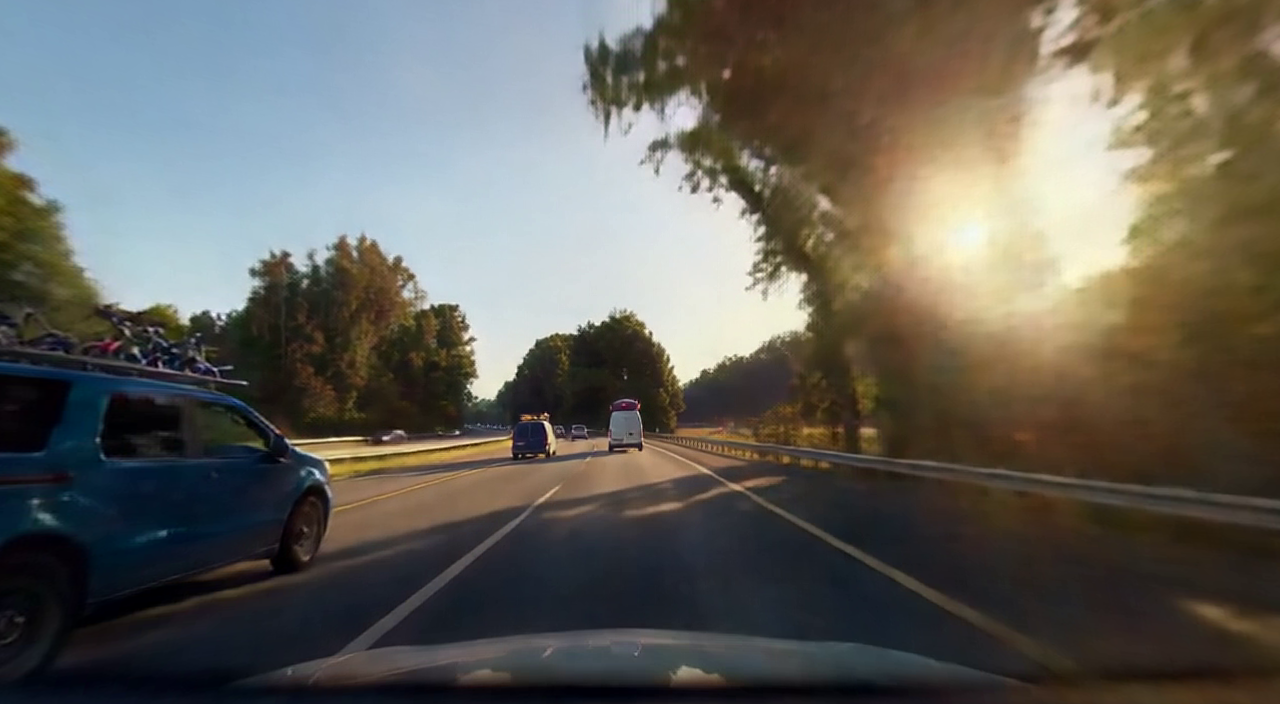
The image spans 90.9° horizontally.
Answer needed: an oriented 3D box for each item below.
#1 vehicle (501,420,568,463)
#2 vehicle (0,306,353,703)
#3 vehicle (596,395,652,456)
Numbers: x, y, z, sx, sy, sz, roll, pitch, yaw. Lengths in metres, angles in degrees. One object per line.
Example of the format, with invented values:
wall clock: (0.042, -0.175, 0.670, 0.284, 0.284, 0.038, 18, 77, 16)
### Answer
vehicle: (-4.307, 3.751, 26.454, 2.110, 1.636, 4.453, 0, -8, -1)
vehicle: (-3.704, 0.812, 3.501, 2.069, 1.751, 4.720, 0, -8, -1)
vehicle: (-0.885, 3.969, 33.562, 2.647, 2.896, 6.480, 0, -8, -2)
